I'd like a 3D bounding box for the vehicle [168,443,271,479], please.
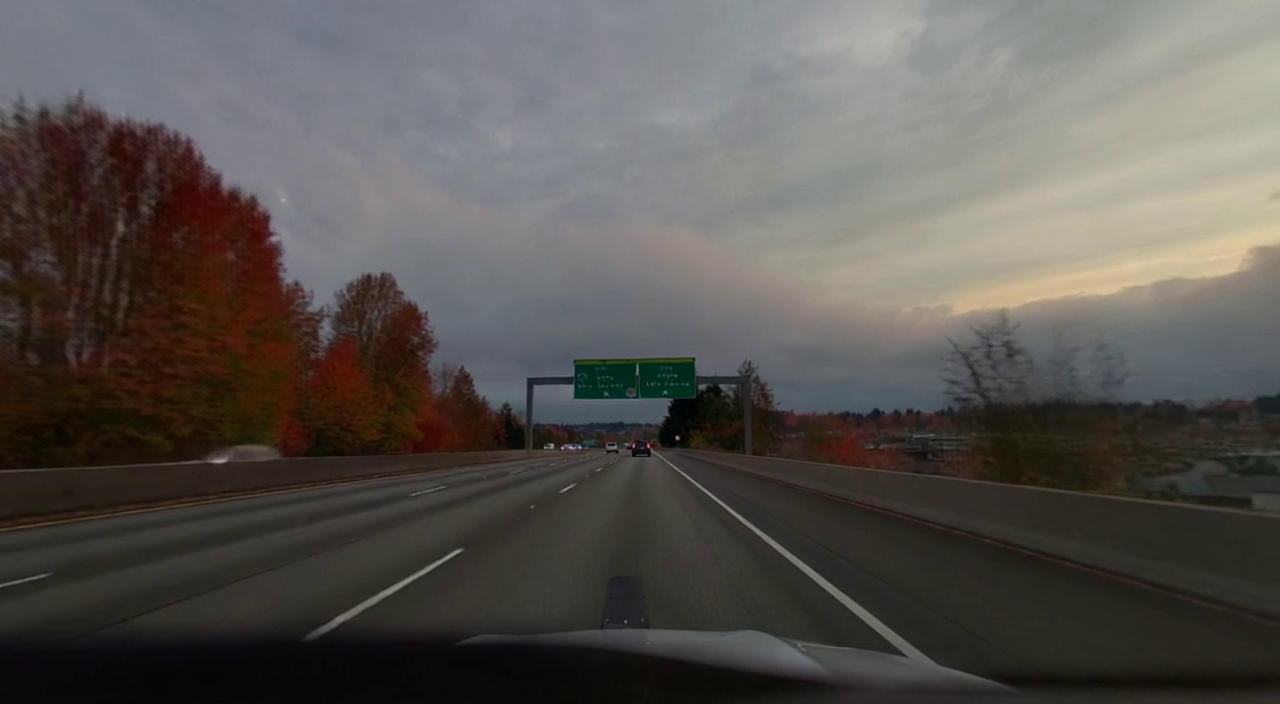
[{"bbox_3d":[-20.444,5.288,30.839,1.932,1.596,4.588,0,-8,-1],"label":"vehicle"}]
